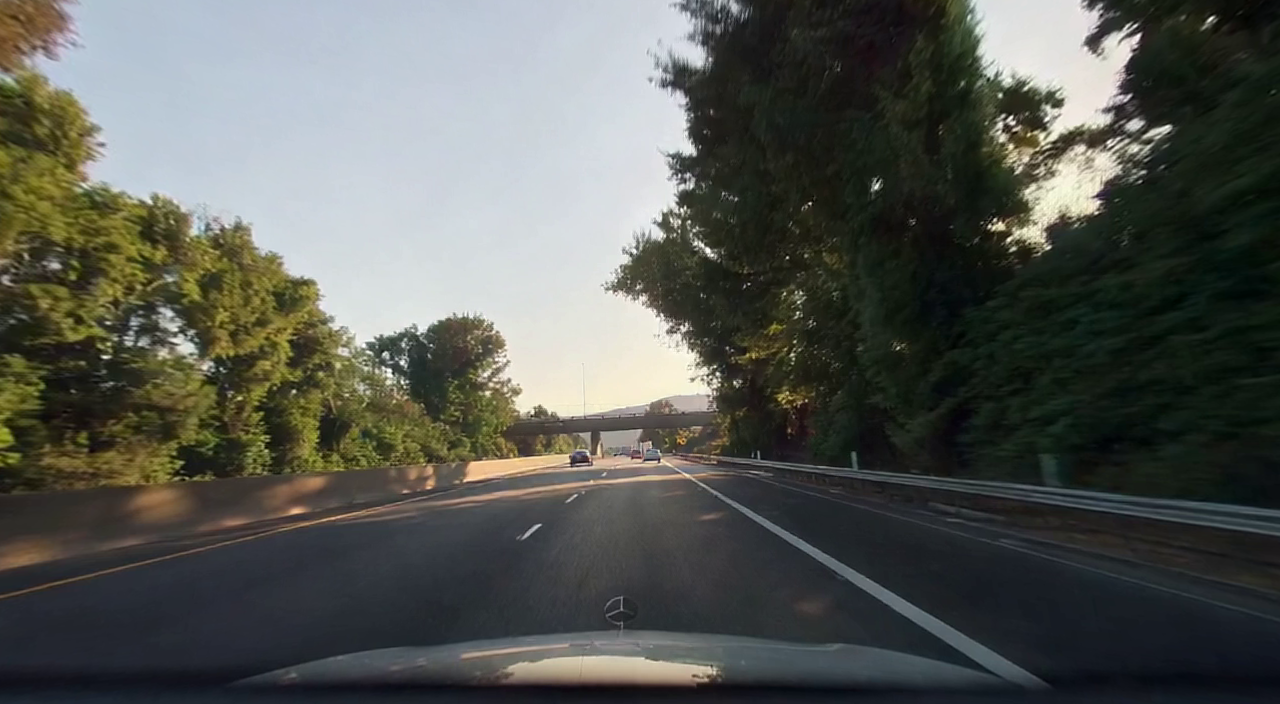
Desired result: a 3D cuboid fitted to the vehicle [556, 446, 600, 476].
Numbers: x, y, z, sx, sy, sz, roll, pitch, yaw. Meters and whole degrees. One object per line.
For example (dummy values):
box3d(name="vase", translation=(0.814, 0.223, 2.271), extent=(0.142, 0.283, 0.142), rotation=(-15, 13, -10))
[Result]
box3d(name="vehicle", translation=(-3.465, 6.169, 35.906), extent=(2.049, 1.575, 4.019), rotation=(0, -9, 0))
